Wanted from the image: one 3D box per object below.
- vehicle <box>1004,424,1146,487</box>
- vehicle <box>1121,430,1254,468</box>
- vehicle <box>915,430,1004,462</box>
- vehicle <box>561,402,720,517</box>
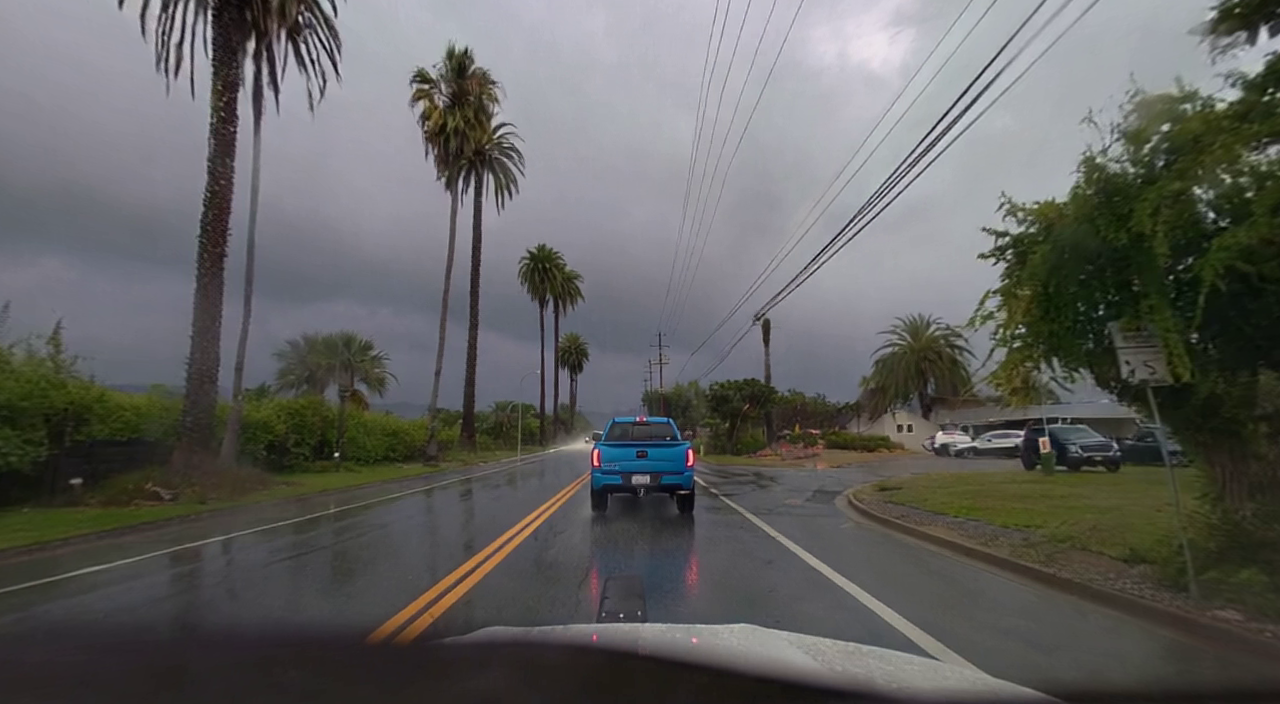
[{"bbox_3d":[16.121,3.895,23.934,2.338,1.917,6.076,-6,-10,15],"label":"vehicle"},{"bbox_3d":[24.634,4.402,28.503,4.314,1.553,1.948,0,-11,-6],"label":"vehicle"},{"bbox_3d":[20.630,6.160,41.214,2.277,1.836,6.267,-1,-9,-3],"label":"vehicle"},{"bbox_3d":[0.000,2.366,14.361,2.848,2.047,5.885,0,-8,0],"label":"vehicle"}]
